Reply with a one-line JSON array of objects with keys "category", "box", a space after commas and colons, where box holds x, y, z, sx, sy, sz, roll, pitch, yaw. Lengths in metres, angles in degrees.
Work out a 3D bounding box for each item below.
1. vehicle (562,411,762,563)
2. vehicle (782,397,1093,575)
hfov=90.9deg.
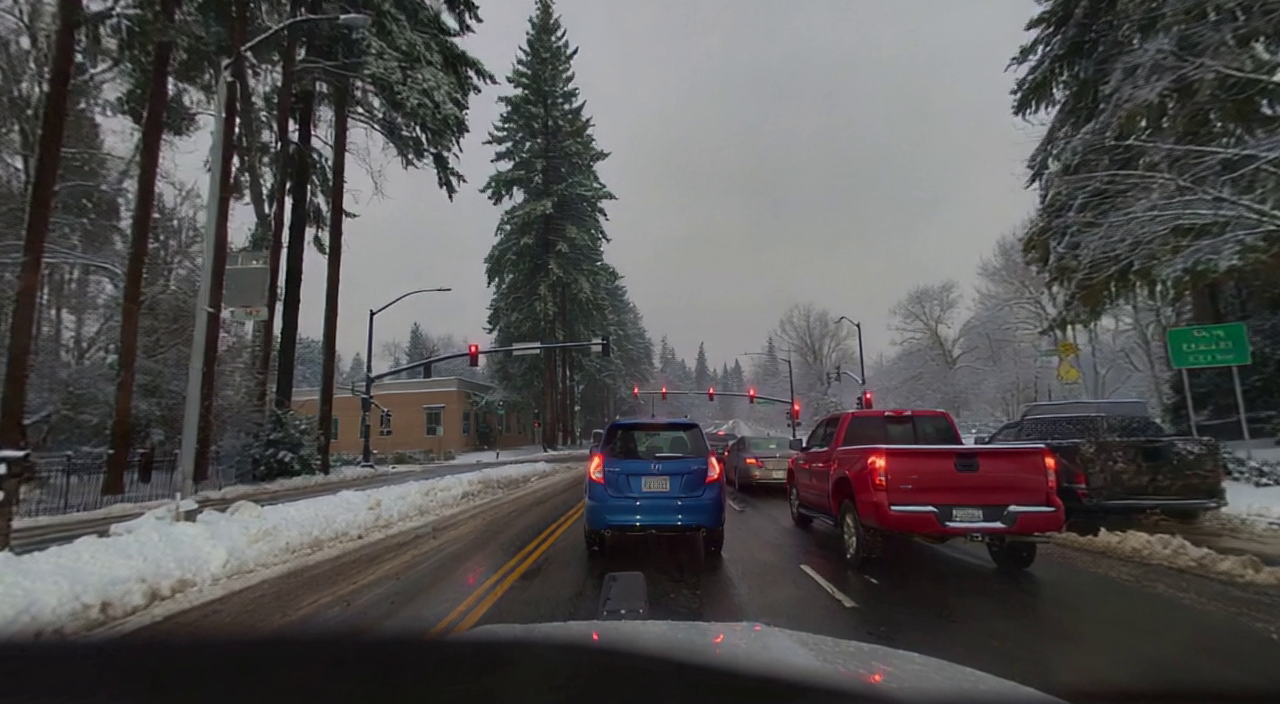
[{"category": "vehicle", "box": [0.250, 1.776, 8.977, 2.168, 1.641, 4.039, 0, -8, 0]}, {"category": "vehicle", "box": [3.391, 1.630, 8.374, 2.099, 1.725, 4.290, 0, -8, 2]}]
